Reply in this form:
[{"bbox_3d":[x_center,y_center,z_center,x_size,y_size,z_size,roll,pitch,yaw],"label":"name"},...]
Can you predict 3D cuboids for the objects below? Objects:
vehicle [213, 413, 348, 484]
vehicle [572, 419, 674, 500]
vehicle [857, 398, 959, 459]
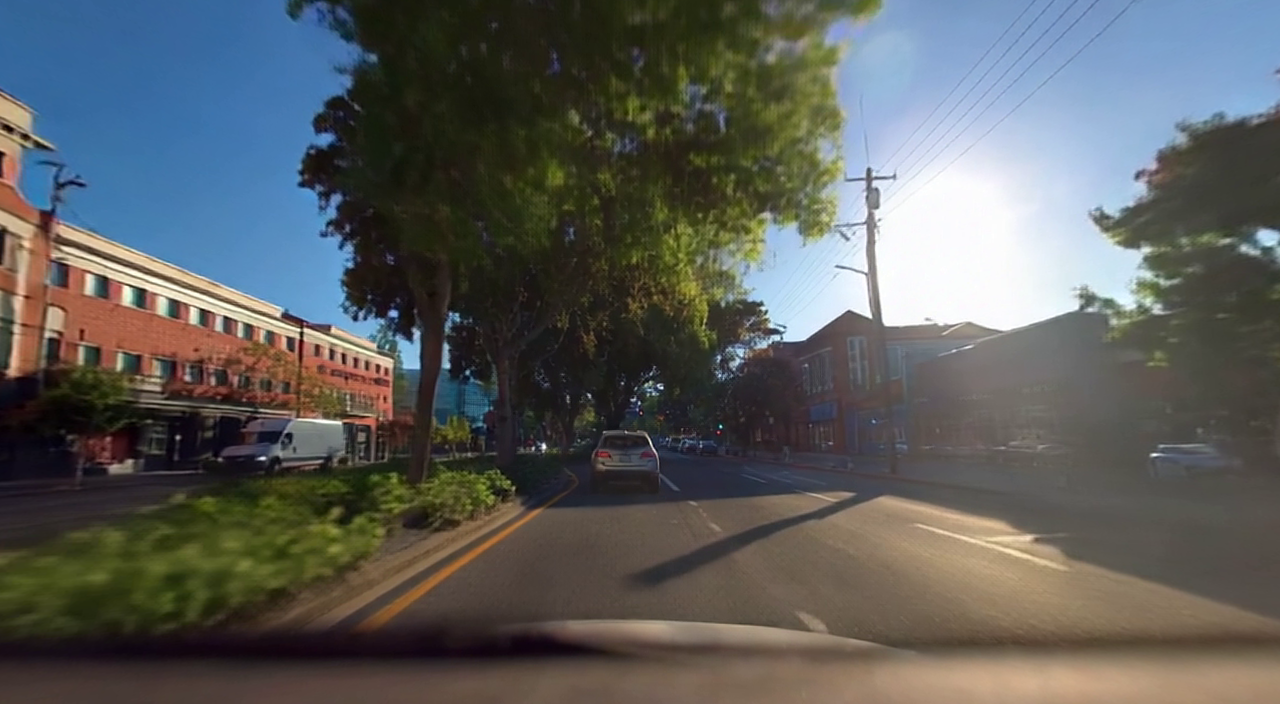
[{"bbox_3d":[-19.136,5.232,34.385,2.811,3.399,7.898,0,-9,-2],"label":"vehicle"},{"bbox_3d":[-0.444,2.732,16.367,2.277,1.816,4.192,0,-9,-2],"label":"vehicle"},{"bbox_3d":[18.102,5.430,43.576,3.269,3.755,8.862,0,-9,2],"label":"vehicle"}]
